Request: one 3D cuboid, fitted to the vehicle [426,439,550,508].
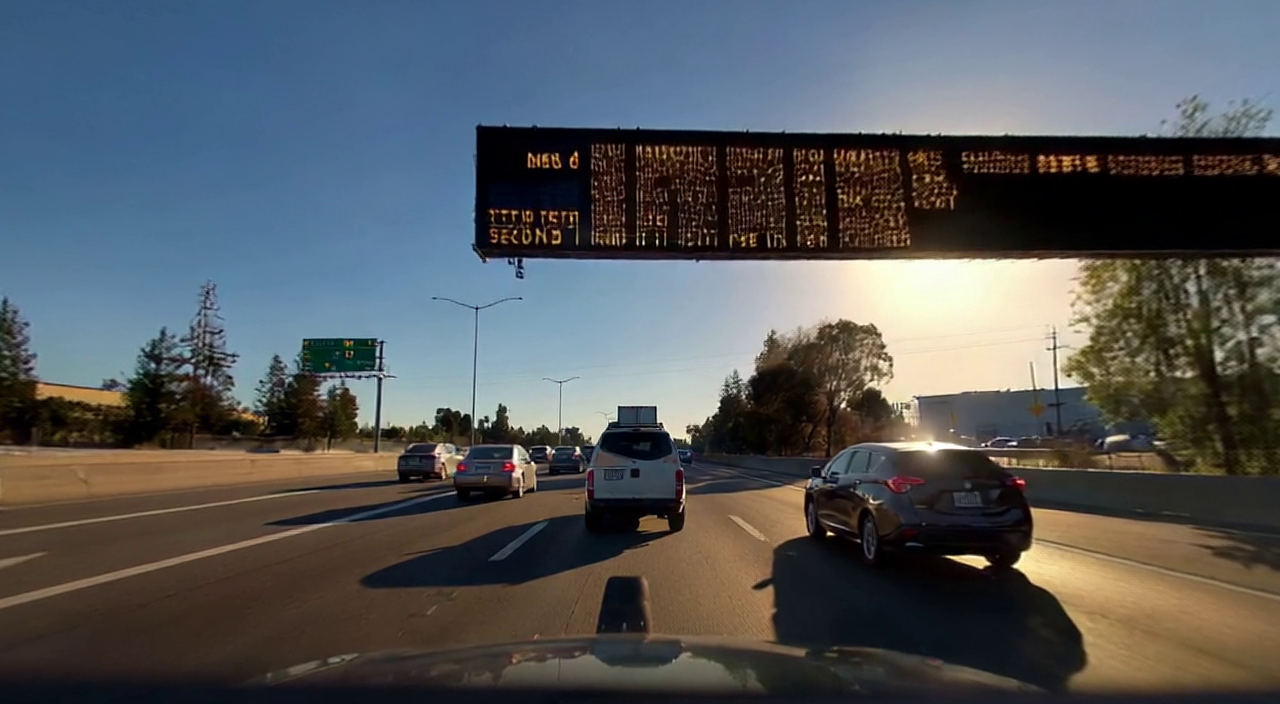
[{"bbox_3d":[-3.603,2.955,15.797,2.005,1.458,4.143,0,-9,1],"label":"vehicle"}]

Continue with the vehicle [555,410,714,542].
[{"bbox_3d":[-0.083,1.995,10.631,2.152,1.779,3.924,0,-9,0],"label":"vehicle"}]

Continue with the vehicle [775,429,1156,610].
[{"bbox_3d":[3.186,1.721,7.516,2.018,1.470,4.491,0,-9,-2],"label":"vehicle"}]
